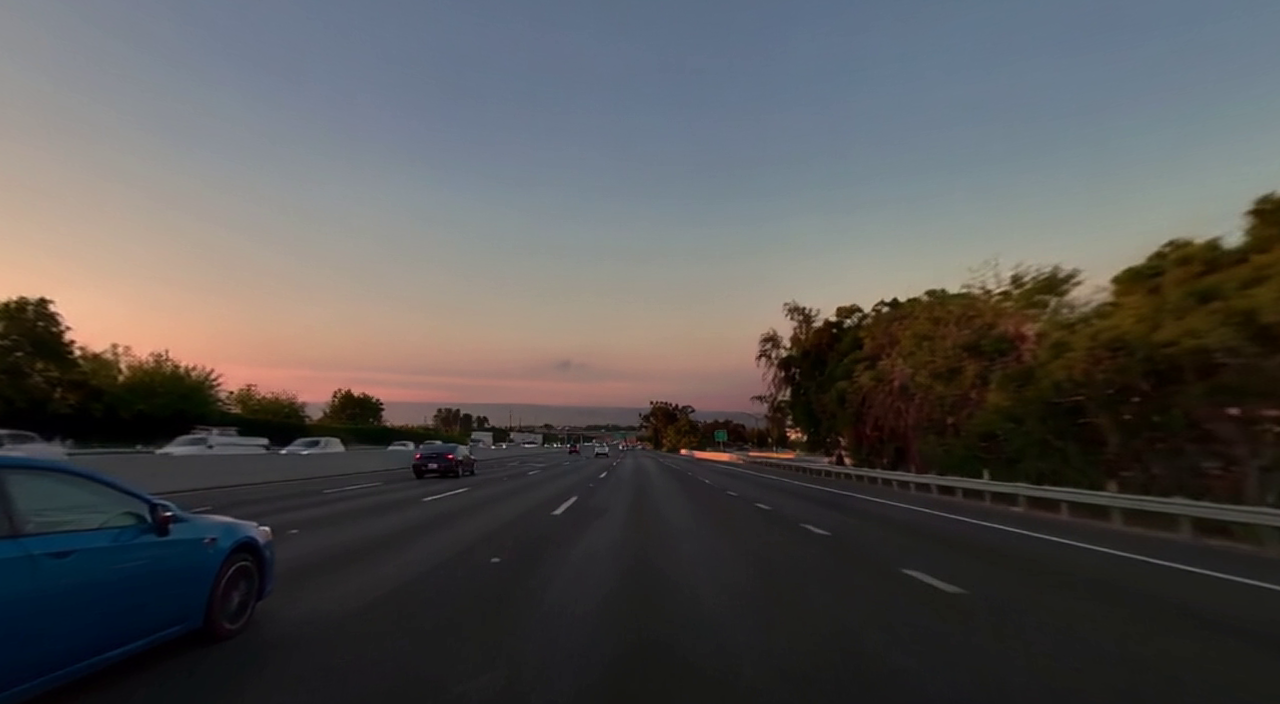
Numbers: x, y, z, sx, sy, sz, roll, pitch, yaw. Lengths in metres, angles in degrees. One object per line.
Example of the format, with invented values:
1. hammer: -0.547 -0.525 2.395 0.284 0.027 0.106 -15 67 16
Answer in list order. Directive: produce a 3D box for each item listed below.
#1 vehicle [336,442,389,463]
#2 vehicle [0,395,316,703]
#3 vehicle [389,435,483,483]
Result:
1. vehicle: -20.562 7.434 46.962 1.862 1.440 4.520 0 -8 0
2. vehicle: -3.689 0.957 2.478 2.144 1.565 4.951 0 -8 1
3. vehicle: -7.777 4.122 24.529 2.118 1.675 4.395 0 -8 1
